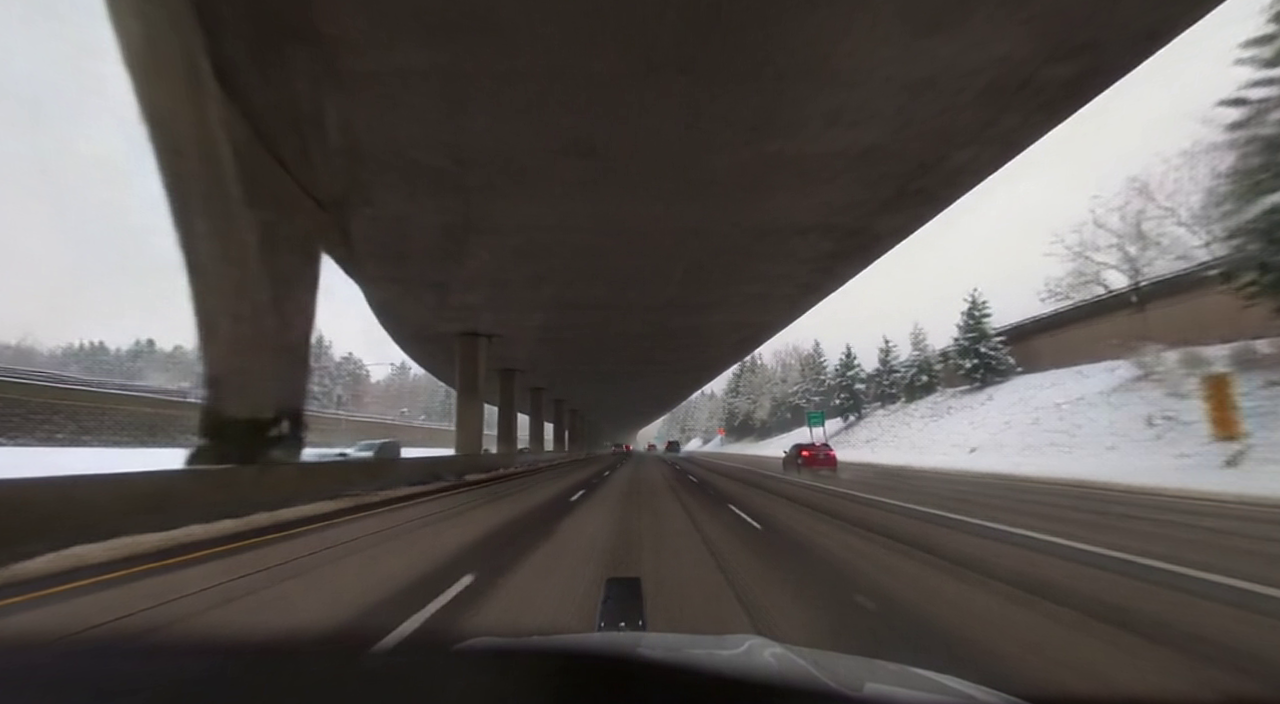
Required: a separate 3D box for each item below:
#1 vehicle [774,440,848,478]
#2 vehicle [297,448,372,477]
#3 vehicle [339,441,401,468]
[{"bbox_3d":[7.304,4.600,27.406,1.914,1.465,4.574,0,-9,0],"label":"vehicle"},{"bbox_3d":[-17.245,6.230,35.870,1.870,1.472,4.610,0,-9,1],"label":"vehicle"},{"bbox_3d":[-21.096,8.030,49.635,2.254,2.027,5.835,0,-8,1],"label":"vehicle"}]
